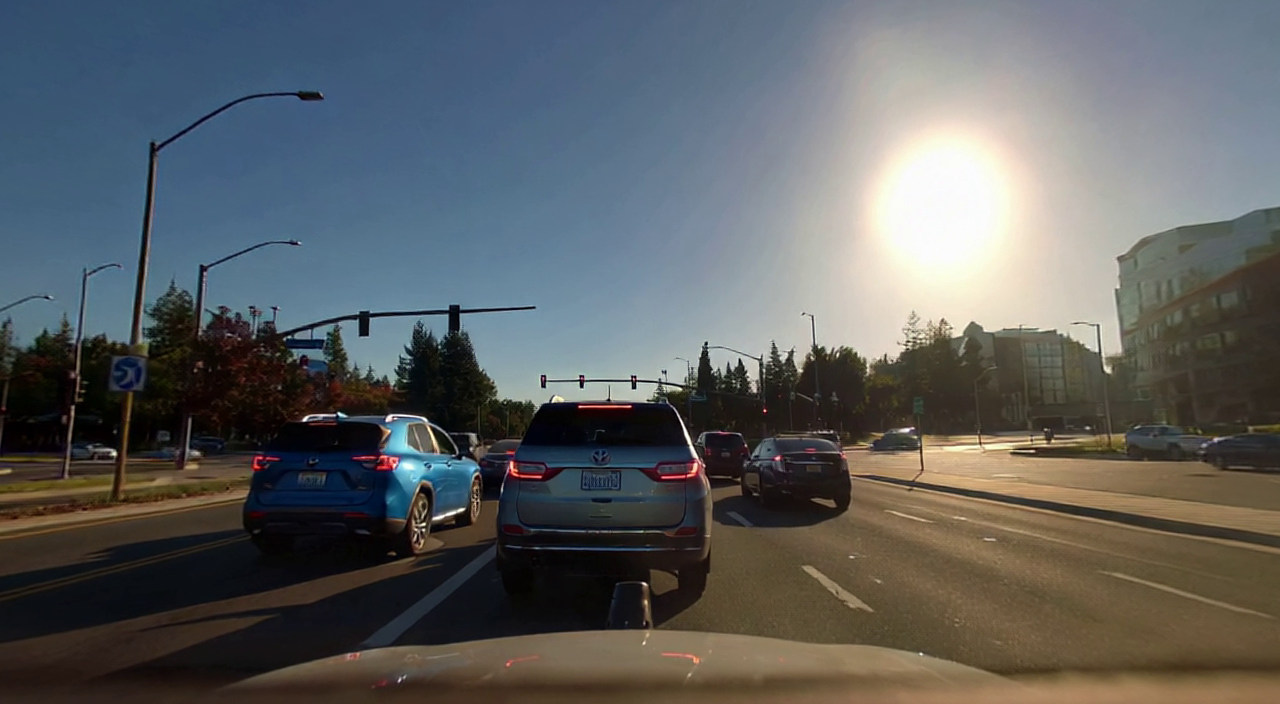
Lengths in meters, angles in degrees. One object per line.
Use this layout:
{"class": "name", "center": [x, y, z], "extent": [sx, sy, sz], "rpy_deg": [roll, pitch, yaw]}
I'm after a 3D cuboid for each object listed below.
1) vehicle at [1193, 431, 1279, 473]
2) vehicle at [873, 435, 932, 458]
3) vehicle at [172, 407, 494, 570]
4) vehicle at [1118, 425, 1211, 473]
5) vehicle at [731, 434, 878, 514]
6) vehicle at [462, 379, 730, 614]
{"class": "vehicle", "center": [23.748, 3.694, 23.466], "extent": [2.130, 1.483, 4.793], "rpy_deg": [-1, -8, 4]}
{"class": "vehicle", "center": [19.990, 7.198, 47.924], "extent": [4.361, 1.653, 2.034], "rpy_deg": [6, -10, -35]}
{"class": "vehicle", "center": [-3.720, 1.747, 8.867], "extent": [2.160, 1.666, 4.583], "rpy_deg": [0, -8, 1]}
{"class": "vehicle", "center": [19.209, 3.535, 23.016], "extent": [4.215, 1.578, 1.892], "rpy_deg": [8, -11, -42]}
{"class": "vehicle", "center": [3.405, 2.613, 14.030], "extent": [2.121, 1.494, 4.208], "rpy_deg": [0, -8, 0]}
{"class": "vehicle", "center": [-0.343, 1.434, 7.109], "extent": [2.064, 1.817, 4.298], "rpy_deg": [0, -8, 0]}
